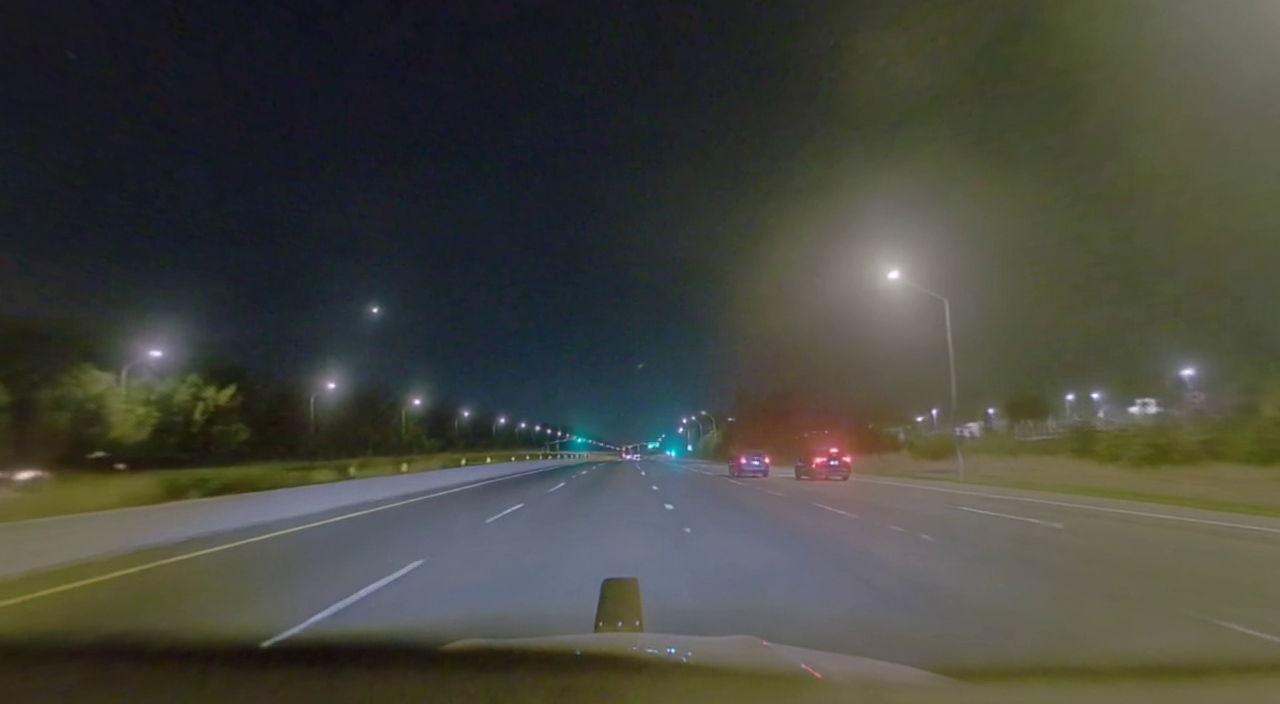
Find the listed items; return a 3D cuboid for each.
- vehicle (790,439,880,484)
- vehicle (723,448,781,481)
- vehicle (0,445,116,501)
[{"bbox_3d":[9.126,5.183,30.121,2.387,1.936,5.646,0,-9,-1],"label":"vehicle"},{"bbox_3d":[5.594,5.665,32.002,2.053,1.553,4.463,0,-9,-1],"label":"vehicle"},{"bbox_3d":[-22.441,4.285,22.594,2.389,1.855,5.634,0,-9,0],"label":"vehicle"}]
